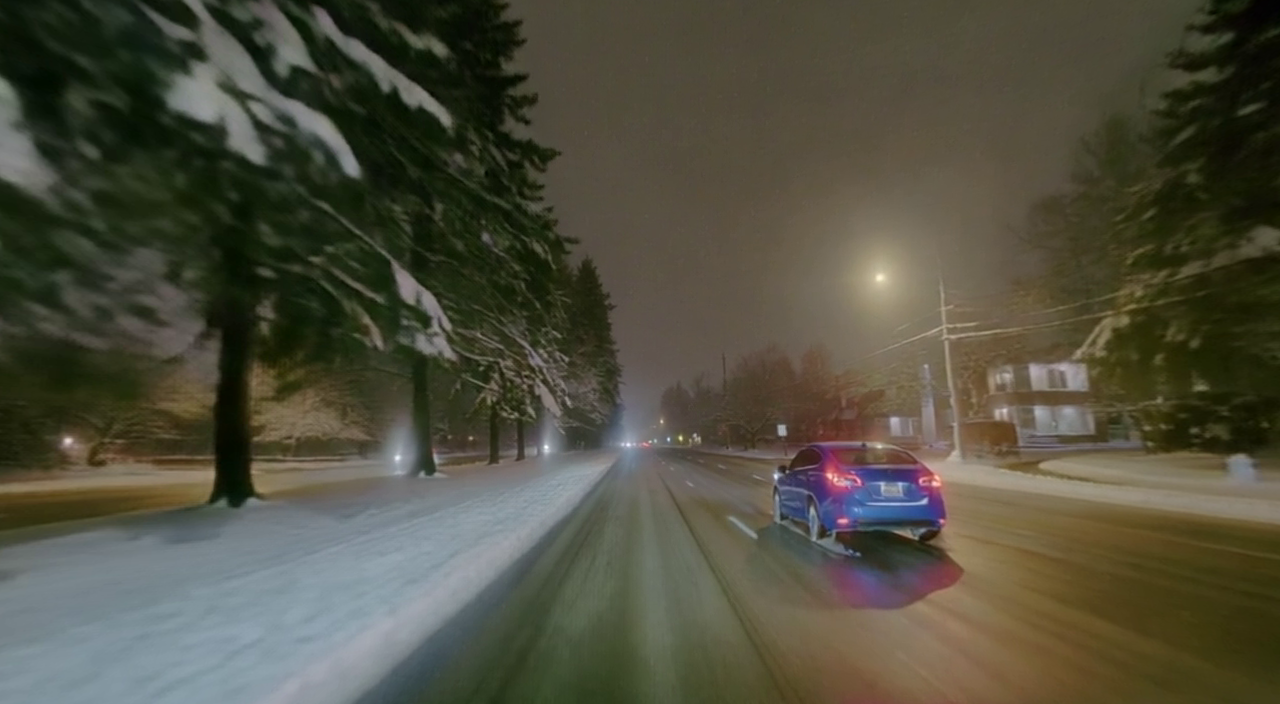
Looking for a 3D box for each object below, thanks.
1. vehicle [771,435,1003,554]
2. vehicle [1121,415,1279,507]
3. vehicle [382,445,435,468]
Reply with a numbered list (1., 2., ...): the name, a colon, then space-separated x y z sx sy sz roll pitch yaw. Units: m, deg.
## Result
1. vehicle: 3.548 2.105 10.110 1.950 1.473 4.259 0 -8 0
2. vehicle: 17.184 3.073 18.284 2.868 2.233 6.035 -2 -9 14
3. vehicle: -16.280 7.329 44.660 1.993 1.511 4.798 0 -8 -1
